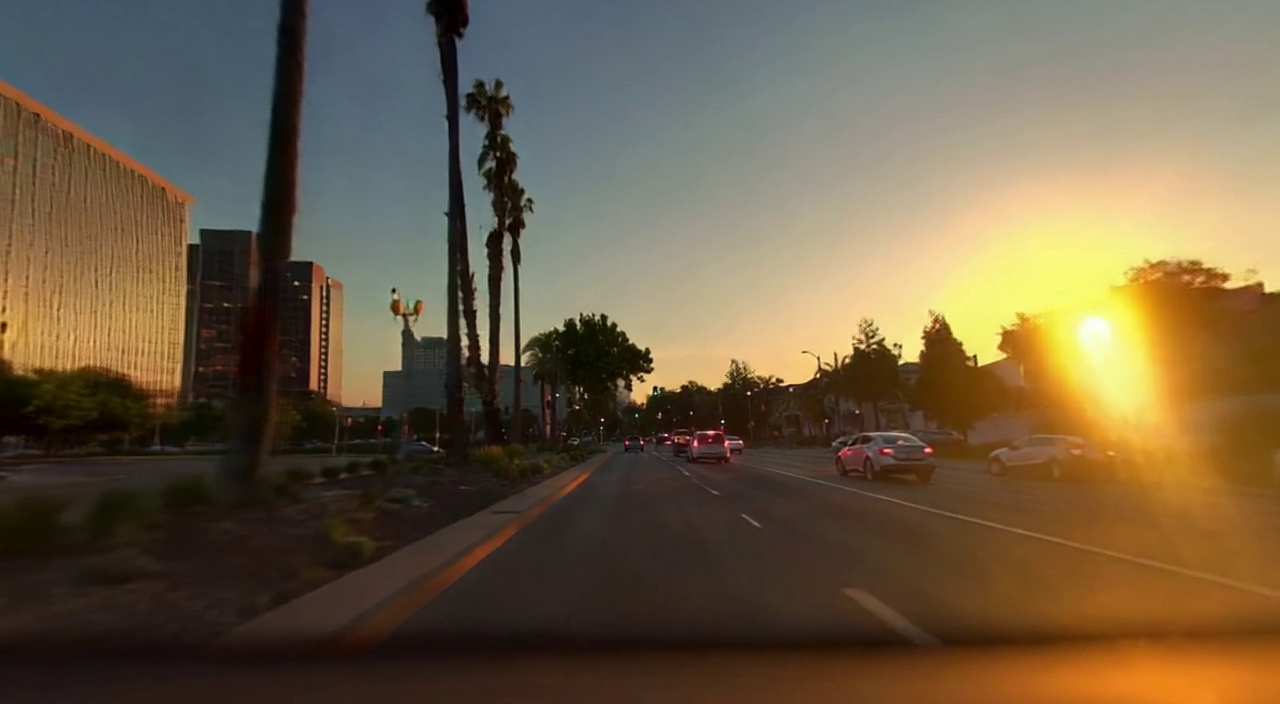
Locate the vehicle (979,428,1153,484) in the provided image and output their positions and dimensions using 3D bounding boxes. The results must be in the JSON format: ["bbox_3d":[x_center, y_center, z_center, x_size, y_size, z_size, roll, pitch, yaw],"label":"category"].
[{"bbox_3d":[13.708,3.406,20.829,2.009,1.600,4.960,0,-9,-4],"label":"vehicle"}]

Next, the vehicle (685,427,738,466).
[{"bbox_3d":[3.730,5.057,33.850,2.104,1.910,4.693,0,-9,-2],"label":"vehicle"}]

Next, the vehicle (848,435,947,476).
[{"bbox_3d":[10.180,4.139,25.376,1.871,1.465,4.395,0,-9,-3],"label":"vehicle"}]
